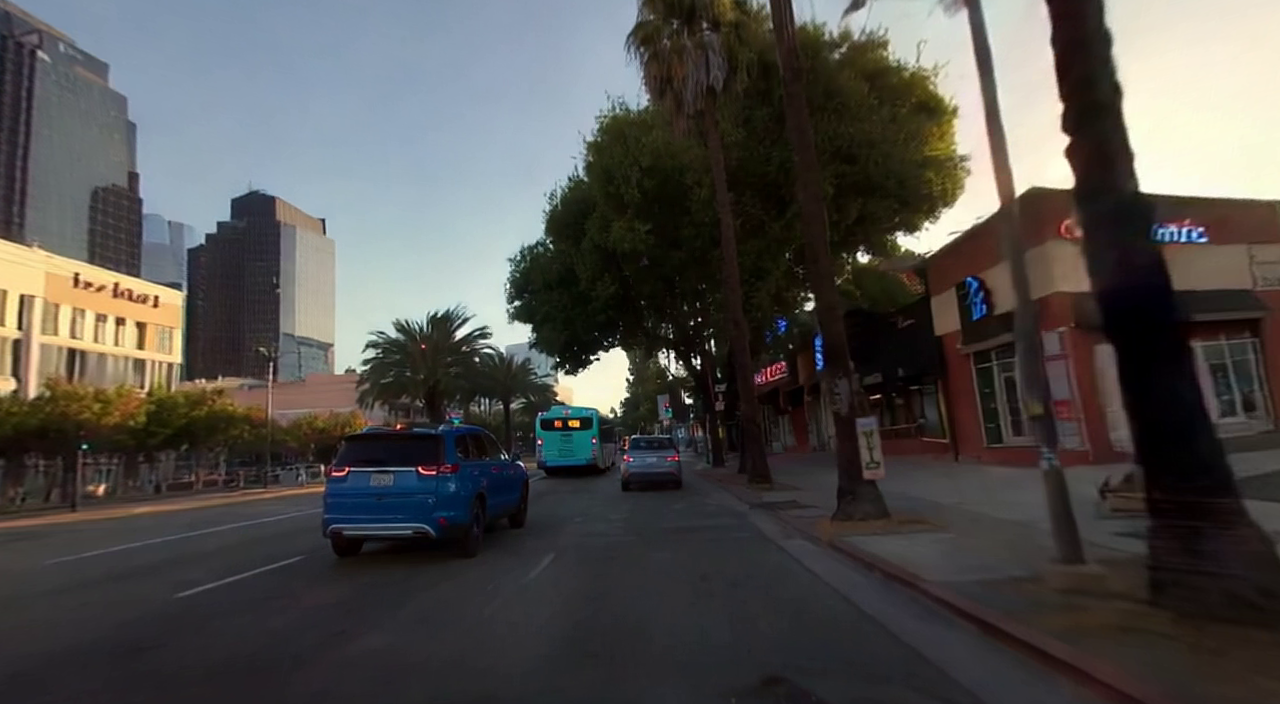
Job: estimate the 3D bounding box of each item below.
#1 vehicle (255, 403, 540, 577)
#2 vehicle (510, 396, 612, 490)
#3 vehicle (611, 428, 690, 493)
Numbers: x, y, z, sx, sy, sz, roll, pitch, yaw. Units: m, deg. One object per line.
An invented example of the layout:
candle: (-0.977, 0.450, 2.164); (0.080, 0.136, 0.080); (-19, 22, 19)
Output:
vehicle: (-2.906, 1.783, 8.947); (2.124, 1.799, 4.587); (0, -8, 1)
vehicle: (-2.785, 3.604, 24.951); (2.775, 3.064, 8.297); (-1, -8, 1)
vehicle: (0.287, 3.201, 18.922); (2.120, 1.727, 3.917); (0, -8, 1)
